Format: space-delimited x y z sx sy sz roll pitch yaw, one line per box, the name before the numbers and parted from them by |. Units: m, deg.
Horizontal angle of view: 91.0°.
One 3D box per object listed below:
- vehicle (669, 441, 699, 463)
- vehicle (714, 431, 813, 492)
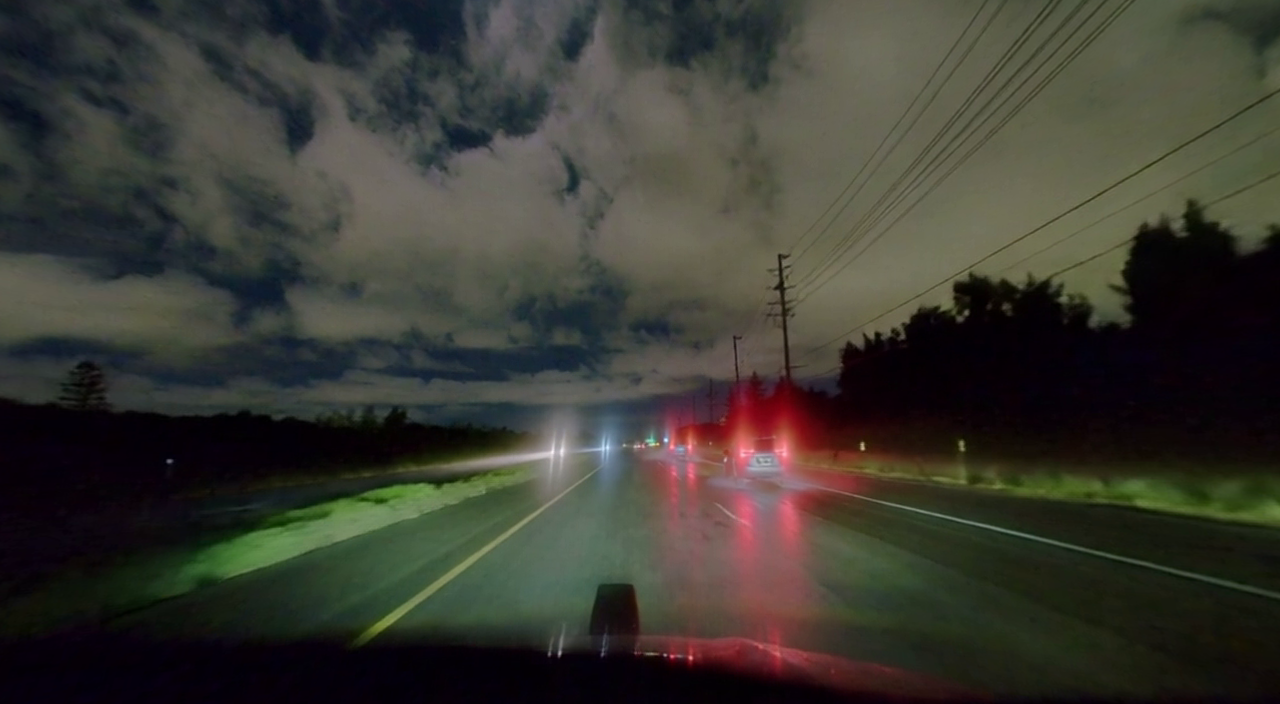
vehicle | 3.174 7.294 46.183 1.868 1.507 3.833 0 -8 -1
vehicle | 3.533 3.229 18.949 1.977 1.581 4.428 0 -8 -1
